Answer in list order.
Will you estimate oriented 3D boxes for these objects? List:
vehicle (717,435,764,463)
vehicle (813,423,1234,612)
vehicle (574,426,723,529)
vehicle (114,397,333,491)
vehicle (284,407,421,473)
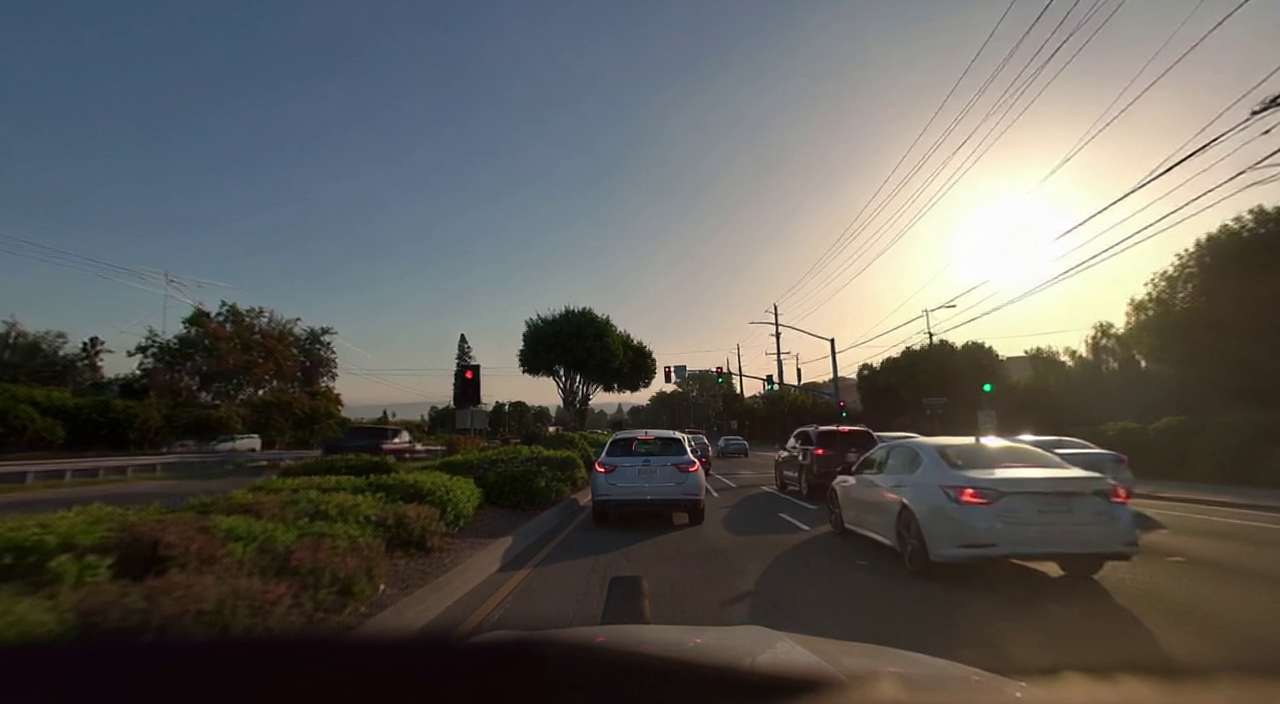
[{"bbox_3d":[5.552,5.445,35.399,1.995,1.491,4.133,0,-8,1],"label":"vehicle"},{"bbox_3d":[3.614,1.628,7.235,2.028,1.454,4.531,0,-8,1],"label":"vehicle"},{"bbox_3d":[0.152,2.194,11.604,2.208,1.498,4.401,0,-8,1],"label":"vehicle"},{"bbox_3d":[-17.034,3.943,26.930,2.934,3.328,8.716,-1,-8,3],"label":"vehicle"},{"bbox_3d":[-16.442,5.242,37.237,3.085,3.375,9.783,-1,-8,3],"label":"vehicle"}]
